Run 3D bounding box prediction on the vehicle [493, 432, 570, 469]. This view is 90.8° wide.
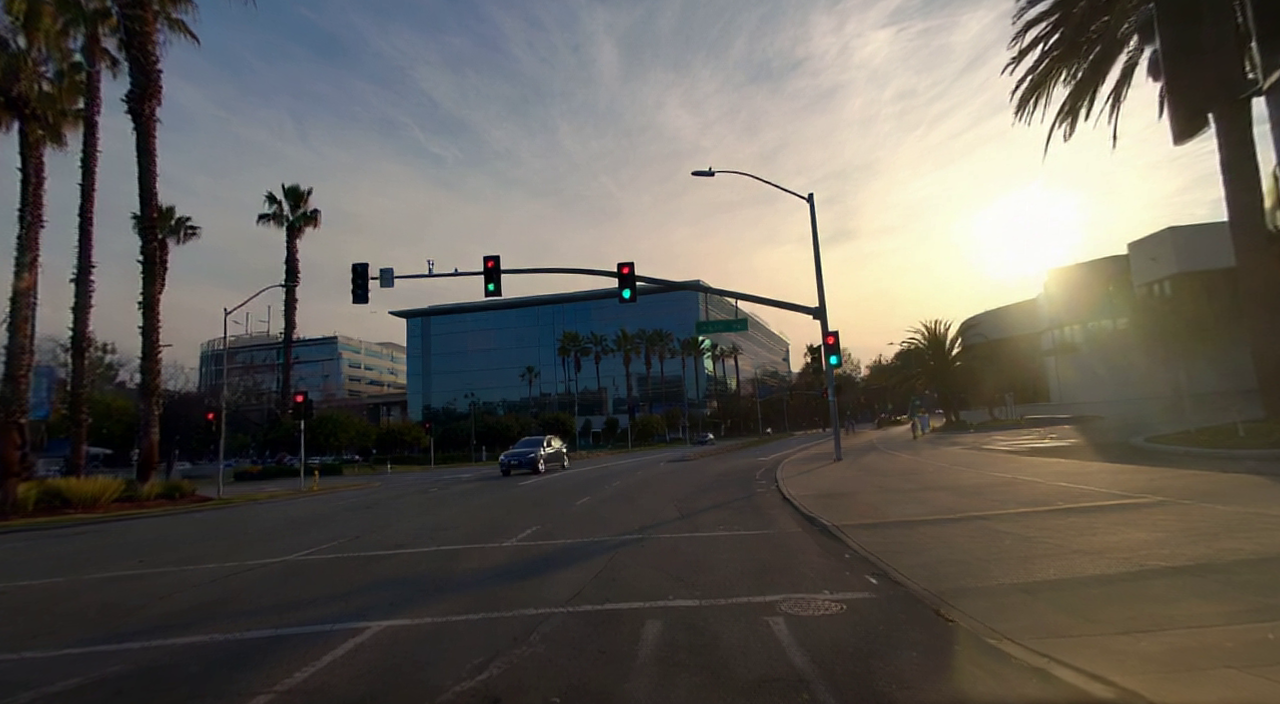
[{"bbox_3d":[-5.657,5.231,33.660,2.181,1.792,4.648,-3,-9,16],"label":"vehicle"}]
